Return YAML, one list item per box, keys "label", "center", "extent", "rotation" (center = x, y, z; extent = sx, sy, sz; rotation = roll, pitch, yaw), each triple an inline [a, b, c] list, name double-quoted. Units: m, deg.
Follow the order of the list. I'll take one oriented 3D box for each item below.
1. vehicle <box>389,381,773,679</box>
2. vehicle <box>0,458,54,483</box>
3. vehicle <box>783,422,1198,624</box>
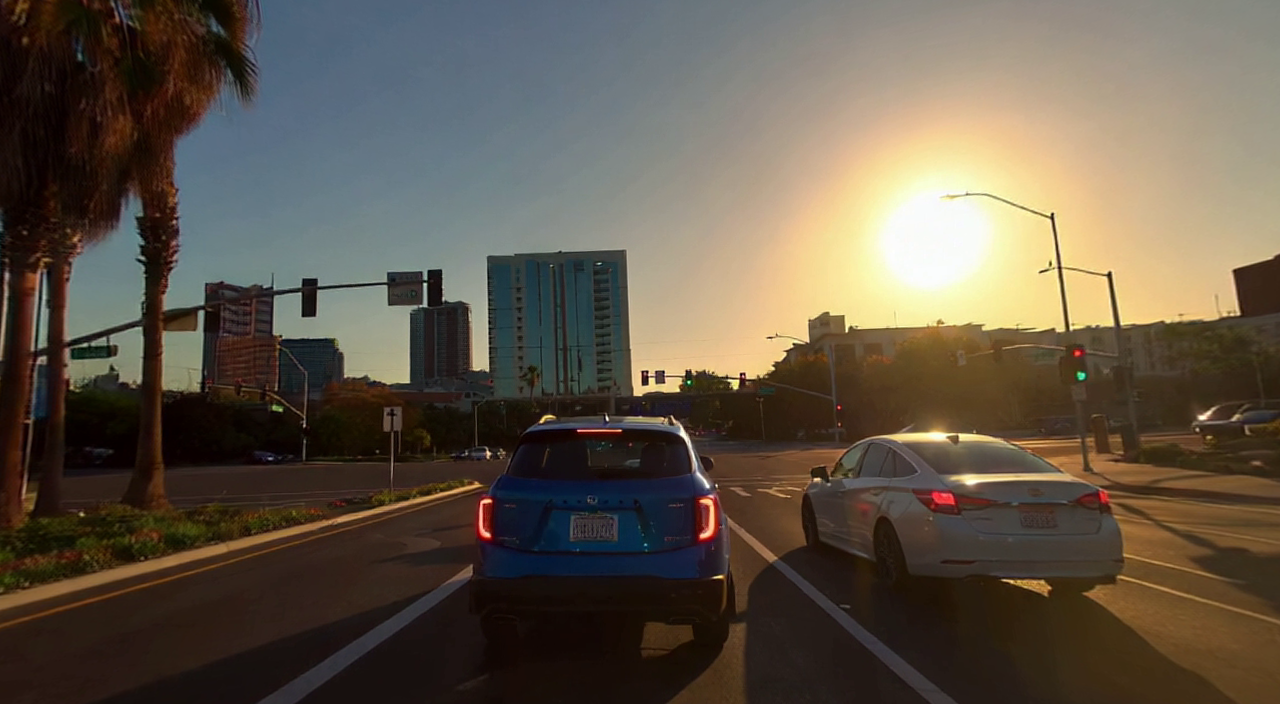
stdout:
- label: "vehicle"
  center: [-0.340, 1.312, 5.686]
  extent: [2.172, 1.694, 4.055]
  rotation: [0, -8, 0]
- label: "vehicle"
  center: [-47.870, 8.892, 47.267]
  extent: [5.347, 1.785, 2.123]
  rotation: [0, -8, 2]
- label: "vehicle"
  center: [3.110, 1.602, 6.943]
  extent: [1.971, 1.473, 4.495]
  rotation: [0, -8, 0]
